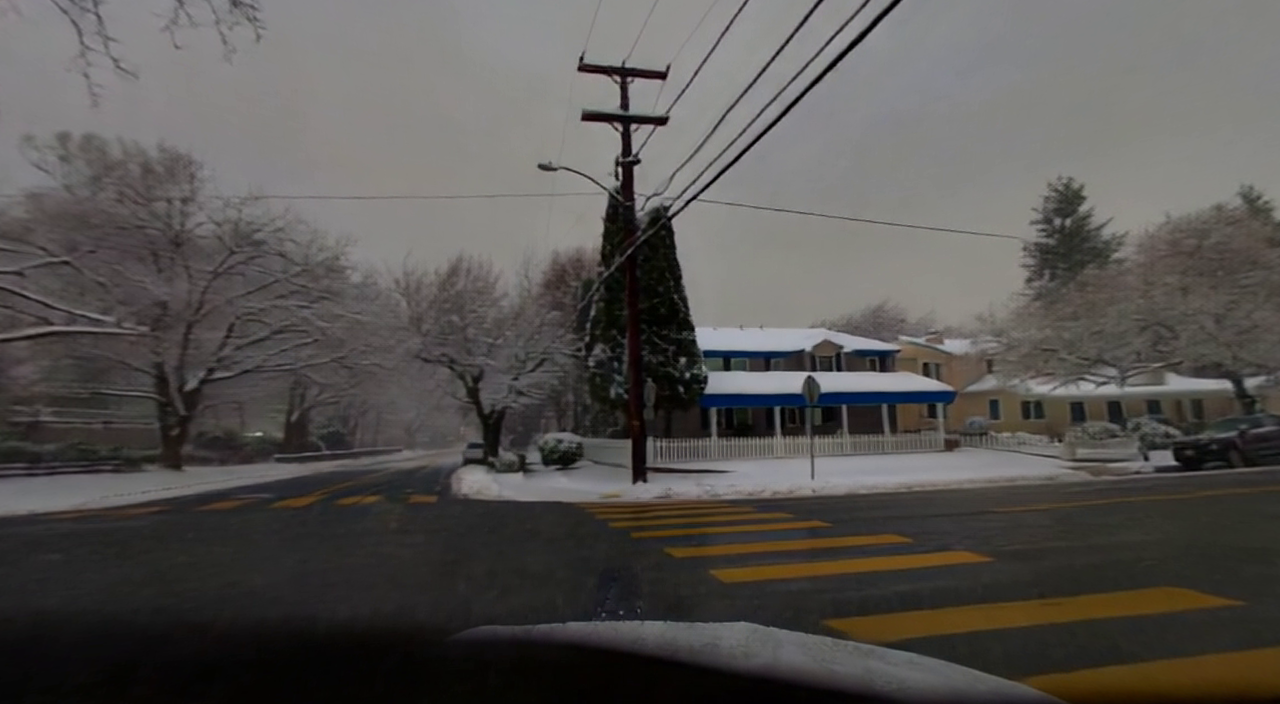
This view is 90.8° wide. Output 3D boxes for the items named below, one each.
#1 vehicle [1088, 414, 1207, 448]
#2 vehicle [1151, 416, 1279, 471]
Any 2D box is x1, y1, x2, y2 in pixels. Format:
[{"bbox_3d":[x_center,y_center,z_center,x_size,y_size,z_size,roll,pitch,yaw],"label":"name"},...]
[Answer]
[{"bbox_3d":[27.408,4.355,34.308,2.033,1.725,4.492,3,-9,-22],"label":"vehicle"},{"bbox_3d":[20.708,3.222,22.175,4.509,1.775,1.975,3,-9,-17],"label":"vehicle"}]
